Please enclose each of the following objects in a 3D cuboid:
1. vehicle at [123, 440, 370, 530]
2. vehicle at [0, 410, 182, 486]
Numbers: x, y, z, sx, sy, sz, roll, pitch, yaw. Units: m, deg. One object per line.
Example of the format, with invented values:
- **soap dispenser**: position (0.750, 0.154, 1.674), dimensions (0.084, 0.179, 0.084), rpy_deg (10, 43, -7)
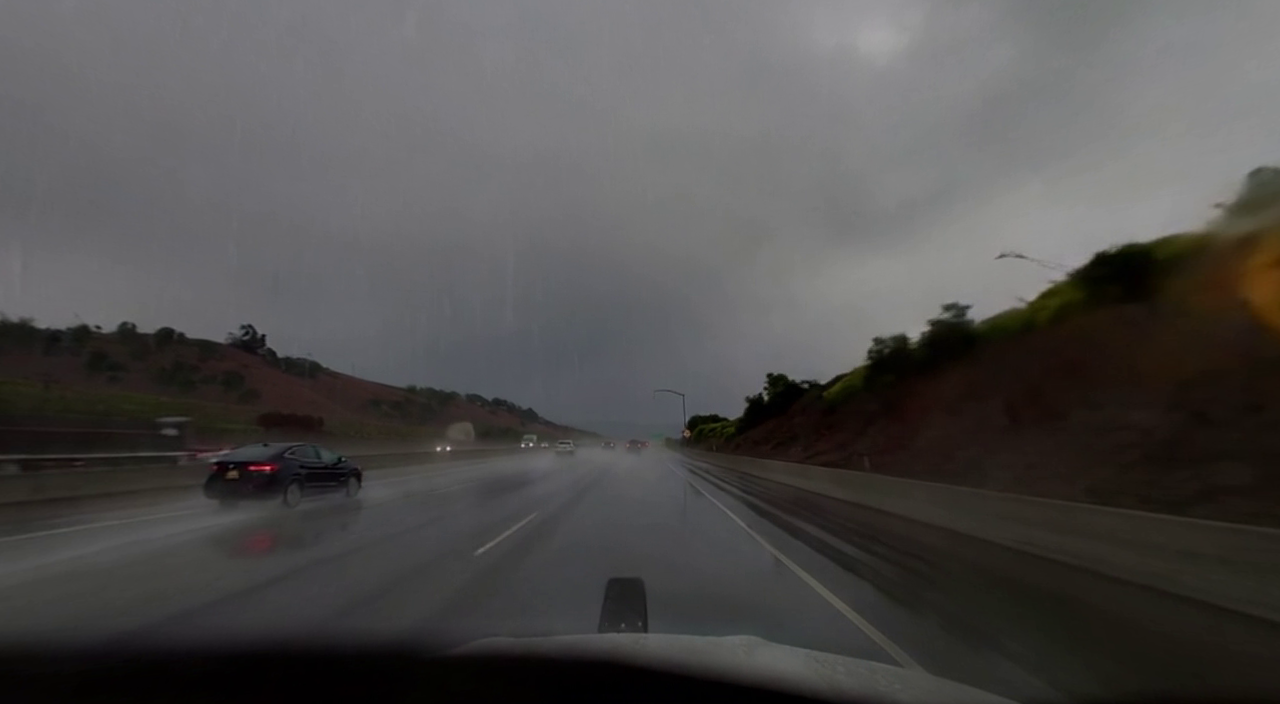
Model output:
- **vehicle**: position (-7.468, 2.525, 12.643), dimensions (1.949, 1.465, 4.563), rpy_deg (0, -8, 1)
- **vehicle**: position (-29.217, 4.723, 31.055), dimensions (2.844, 3.262, 13.155), rpy_deg (0, -8, 2)
